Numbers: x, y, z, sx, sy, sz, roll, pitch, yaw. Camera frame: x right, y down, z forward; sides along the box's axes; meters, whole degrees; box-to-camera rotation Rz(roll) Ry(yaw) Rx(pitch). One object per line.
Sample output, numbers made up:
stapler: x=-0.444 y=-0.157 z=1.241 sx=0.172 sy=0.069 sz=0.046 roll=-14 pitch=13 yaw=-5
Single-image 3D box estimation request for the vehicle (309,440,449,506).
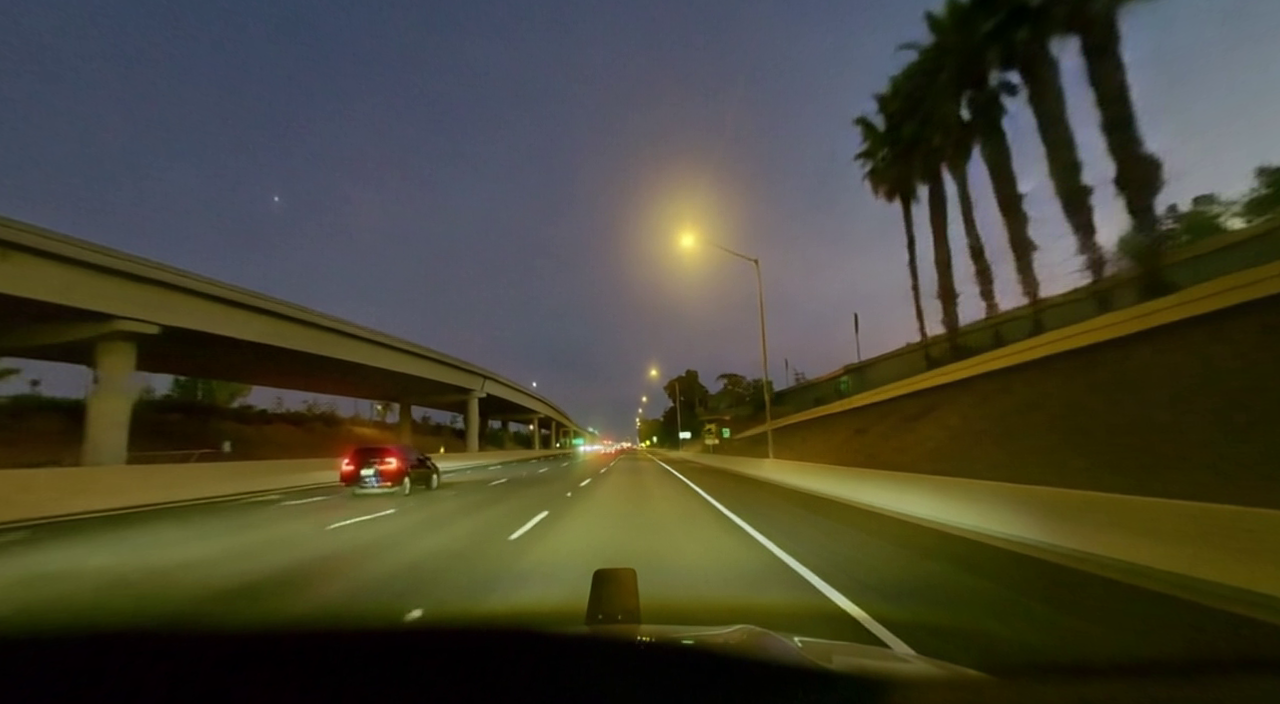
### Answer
vehicle: x=-6.781 y=3.160 z=16.996 sx=1.914 sy=1.503 sz=4.268 roll=0 pitch=-8 yaw=0
